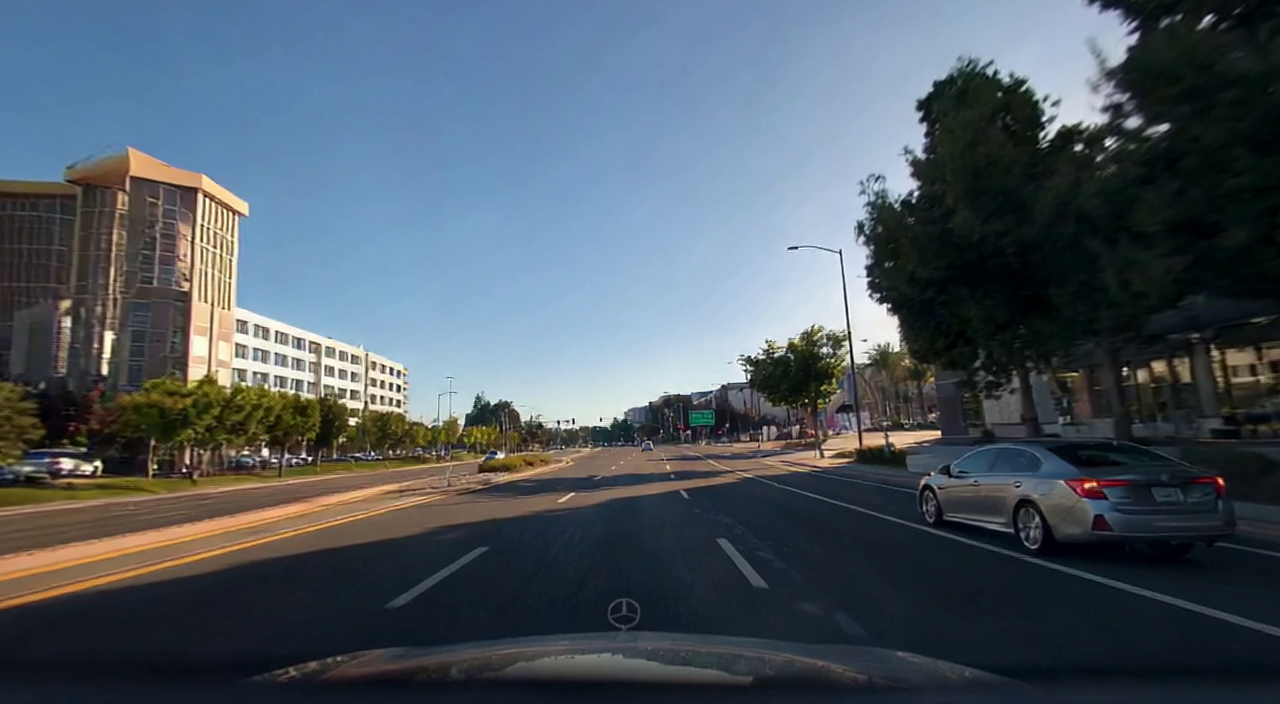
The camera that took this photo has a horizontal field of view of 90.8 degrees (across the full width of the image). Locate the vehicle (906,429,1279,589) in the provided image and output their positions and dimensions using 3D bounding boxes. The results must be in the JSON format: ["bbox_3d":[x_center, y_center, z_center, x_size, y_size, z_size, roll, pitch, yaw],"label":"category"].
[{"bbox_3d":[5.497,1.826,8.291,2.070,1.491,4.575,0,-9,1],"label":"vehicle"}]
